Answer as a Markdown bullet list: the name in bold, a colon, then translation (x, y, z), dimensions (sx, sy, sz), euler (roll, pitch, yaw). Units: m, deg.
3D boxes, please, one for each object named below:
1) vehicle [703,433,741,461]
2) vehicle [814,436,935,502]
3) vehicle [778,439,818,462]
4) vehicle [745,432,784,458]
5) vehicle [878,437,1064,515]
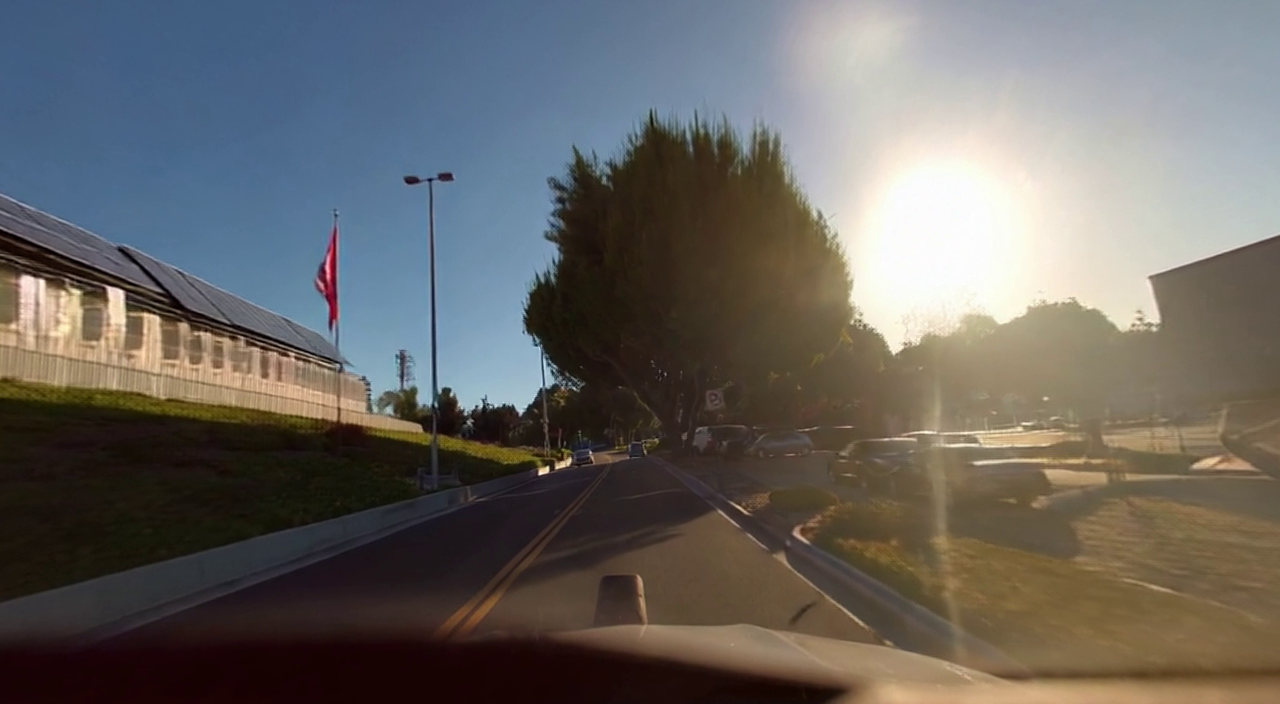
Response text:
- **vehicle**: translation (5.754, 6.757, 44.509), dimensions (1.977, 1.860, 4.237), euler (0, -9, -2)
- **vehicle**: translation (6.986, 3.463, 19.276), dimensions (1.961, 1.648, 4.260), euler (-2, -7, -1)
- **vehicle**: translation (11.050, 6.888, 44.105), dimensions (1.819, 1.494, 3.834), euler (0, -9, 0)
- **vehicle**: translation (8.555, 6.477, 43.613), dimensions (1.924, 1.713, 4.627), euler (-1, -9, 2)
- **vehicle**: translation (7.303, 2.752, 14.445), dimensions (1.909, 1.496, 4.079), euler (0, -9, -2)
